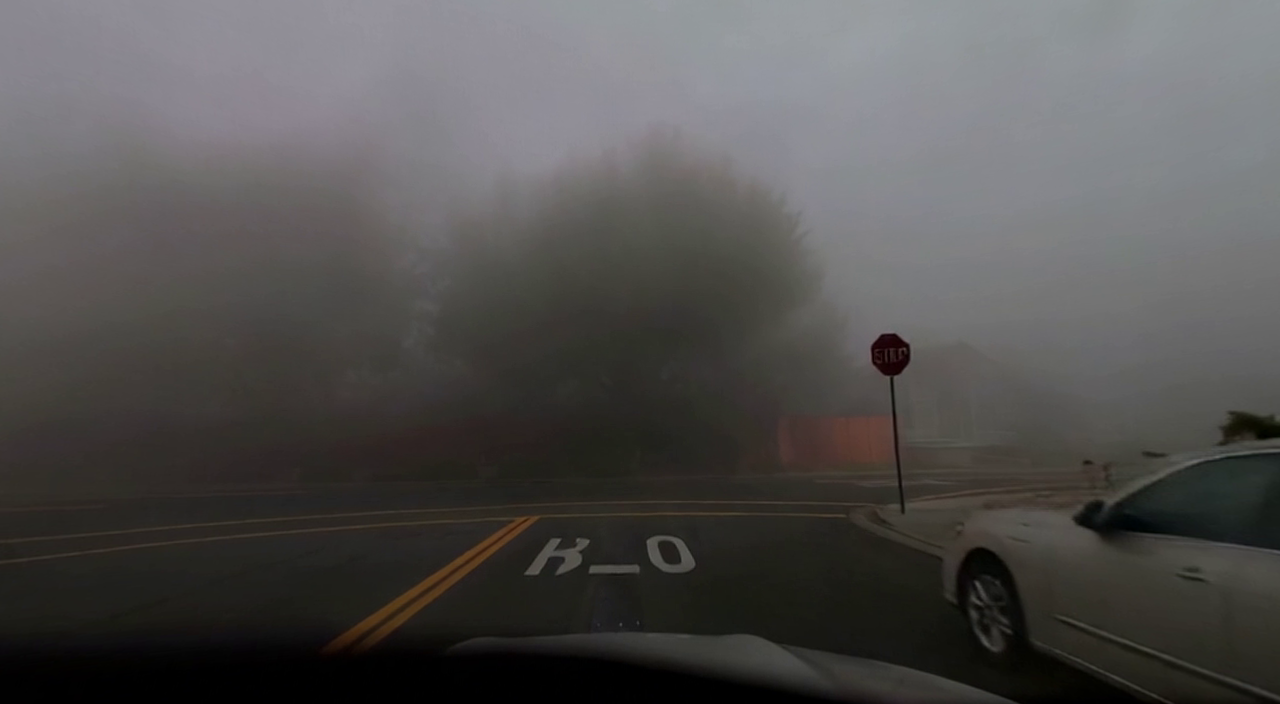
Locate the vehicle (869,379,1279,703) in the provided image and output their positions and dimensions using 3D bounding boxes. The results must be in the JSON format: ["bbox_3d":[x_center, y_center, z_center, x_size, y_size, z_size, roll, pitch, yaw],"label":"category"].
[{"bbox_3d":[2.950,0.943,2.652,2.167,1.479,4.597,0,-9,-1],"label":"vehicle"}]
